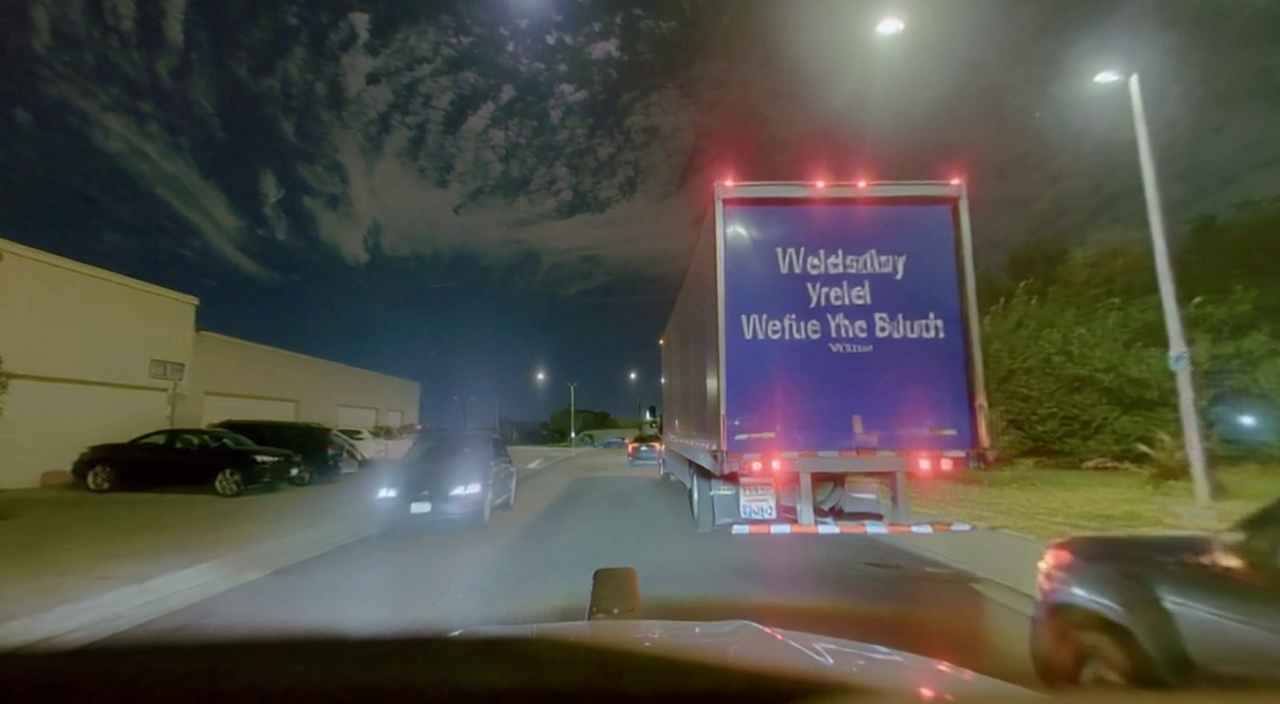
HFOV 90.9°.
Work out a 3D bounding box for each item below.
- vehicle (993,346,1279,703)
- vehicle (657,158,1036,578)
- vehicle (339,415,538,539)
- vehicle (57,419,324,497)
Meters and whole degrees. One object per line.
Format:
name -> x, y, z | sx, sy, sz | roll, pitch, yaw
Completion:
vehicle -> 2.442, 0.658, 0.737 | 1.866, 1.531, 3.579 | 0, -8, -2
vehicle -> 2.137, 1.058, 13.325 | 2.865, 4.113, 14.471 | 0, -8, -1
vehicle -> -2.779, 1.797, 9.718 | 1.780, 1.488, 4.043 | 0, -8, -1
vehicle -> -9.106, 2.176, 13.129 | 4.015, 1.461, 1.903 | 1, -8, -5
